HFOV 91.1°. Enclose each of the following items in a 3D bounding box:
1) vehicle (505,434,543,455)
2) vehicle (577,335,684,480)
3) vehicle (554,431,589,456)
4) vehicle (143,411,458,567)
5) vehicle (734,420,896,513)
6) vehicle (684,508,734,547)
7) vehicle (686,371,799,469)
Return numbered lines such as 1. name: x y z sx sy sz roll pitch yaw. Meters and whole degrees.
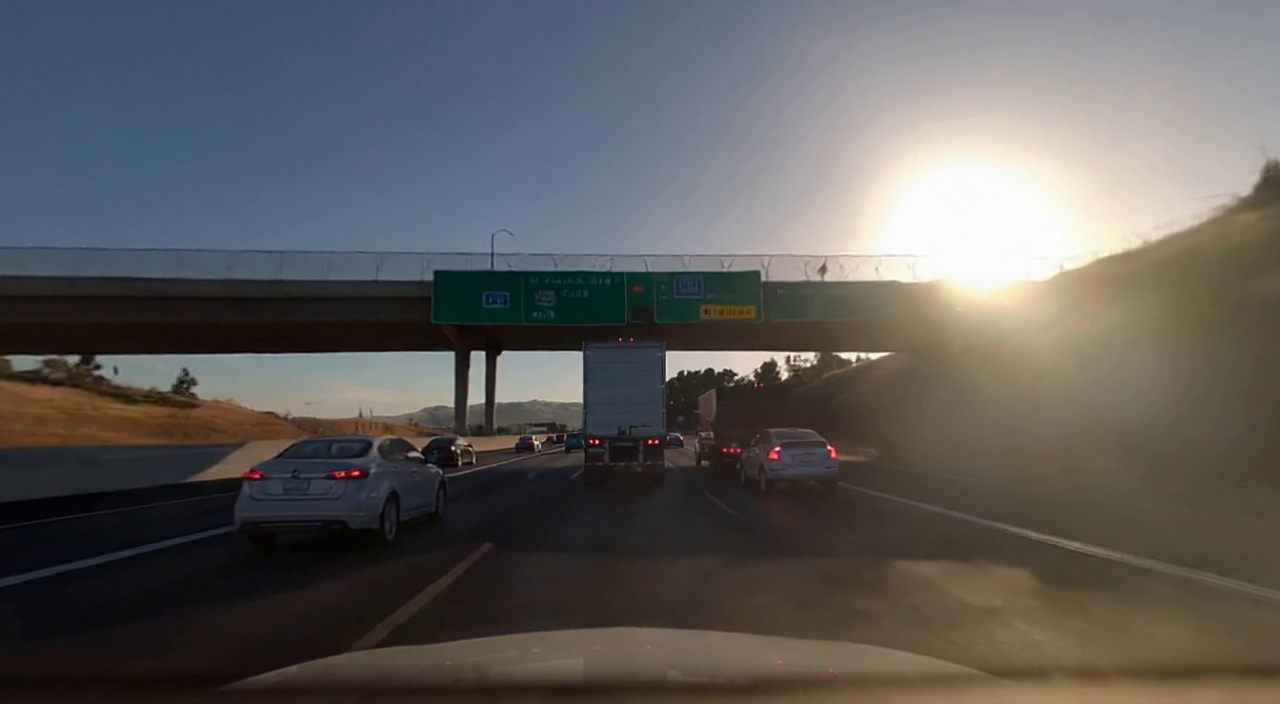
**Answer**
1. vehicle: -8.541 6.840 46.805 2.019 1.471 4.347 0 -8 0
2. vehicle: -0.386 2.176 22.523 2.938 4.033 9.980 0 -8 -1
3. vehicle: -4.605 6.202 42.859 1.986 1.612 4.155 0 -8 0
4. vehicle: -3.847 1.587 8.047 1.882 1.493 3.828 0 -8 0
5. vehicle: 3.205 2.170 12.501 1.976 1.513 4.065 0 -8 -1
6. vehicle: 4.341 11.138 40.077 2.835 2.000 2.696 0 -7 -2
7. vehicle: 4.662 3.795 32.451 2.863 3.936 14.058 1 -9 -3
